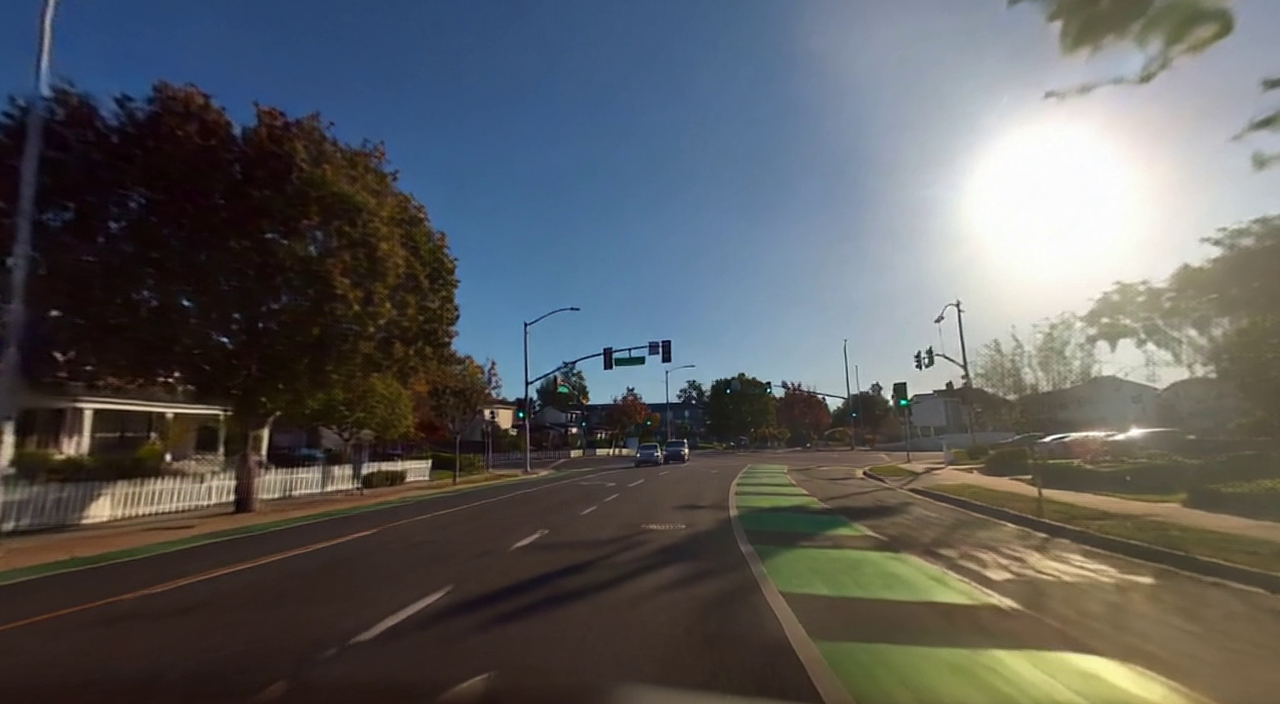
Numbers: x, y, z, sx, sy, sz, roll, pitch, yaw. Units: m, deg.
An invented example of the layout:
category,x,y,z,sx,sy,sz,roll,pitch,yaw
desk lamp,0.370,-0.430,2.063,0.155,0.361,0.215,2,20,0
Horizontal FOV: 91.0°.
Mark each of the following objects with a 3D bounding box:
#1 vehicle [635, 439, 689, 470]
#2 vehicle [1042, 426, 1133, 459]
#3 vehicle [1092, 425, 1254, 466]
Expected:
category,x,y,z,sx,sy,sz,roll,pitch,yaw
vehicle,1.234,5.374,33.253,1.904,1.489,4.746,-2,-9,14
vehicle,22.702,4.622,32.184,1.937,1.474,5.114,-4,-9,14
vehicle,22.317,3.923,26.742,1.972,1.477,5.340,-2,-7,-4
